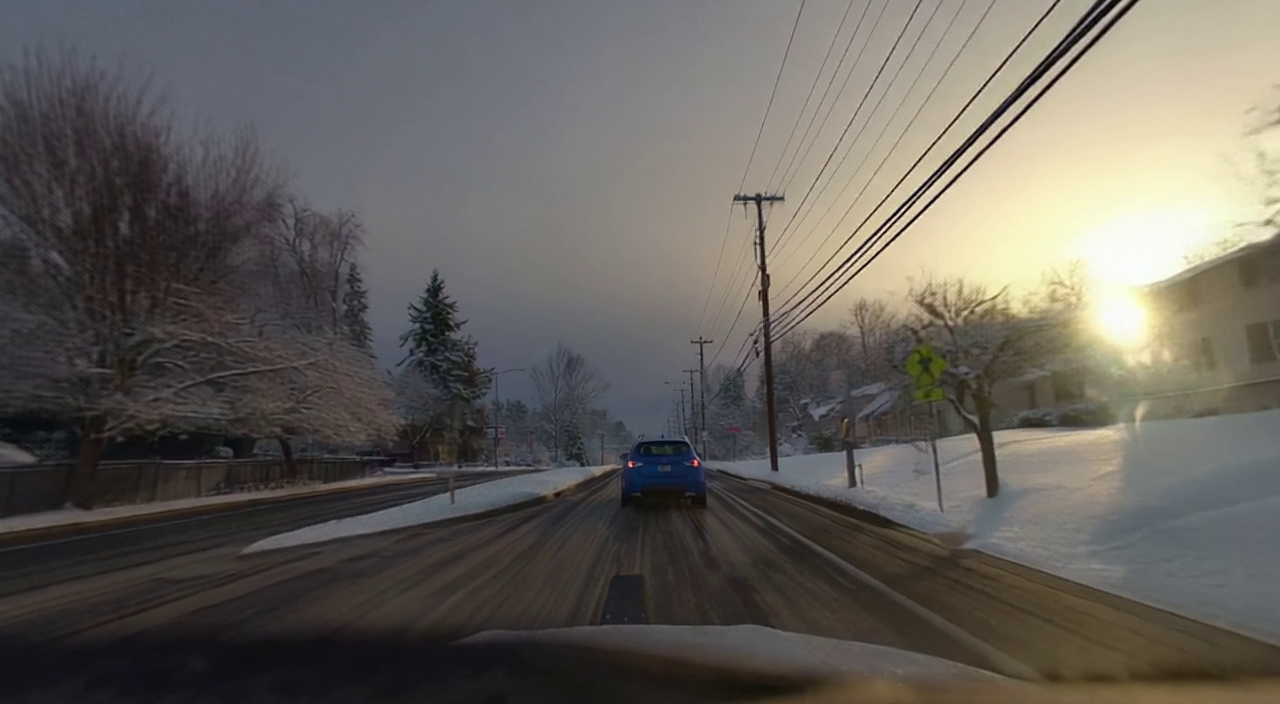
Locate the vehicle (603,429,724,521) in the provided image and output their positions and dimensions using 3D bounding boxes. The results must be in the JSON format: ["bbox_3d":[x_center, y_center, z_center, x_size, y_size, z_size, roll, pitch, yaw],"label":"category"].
[{"bbox_3d":[0.415,2.552,13.612,2.200,1.653,4.127,0,-8,0],"label":"vehicle"}]
